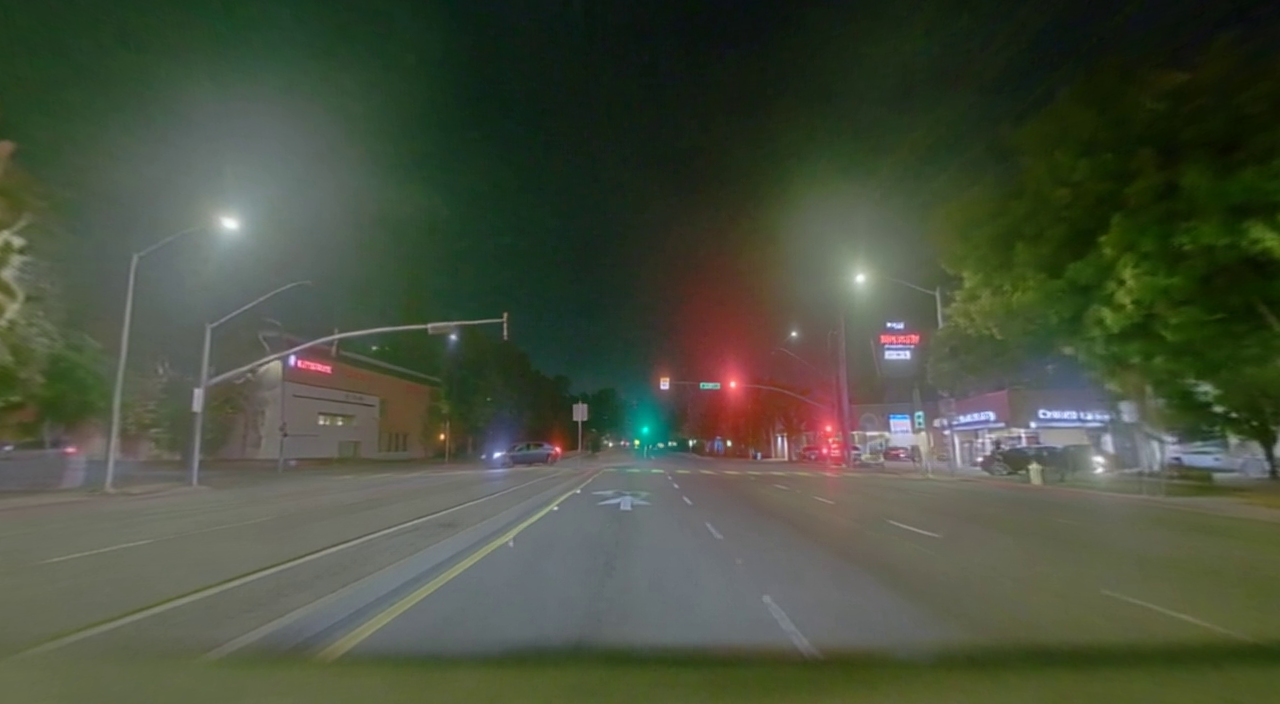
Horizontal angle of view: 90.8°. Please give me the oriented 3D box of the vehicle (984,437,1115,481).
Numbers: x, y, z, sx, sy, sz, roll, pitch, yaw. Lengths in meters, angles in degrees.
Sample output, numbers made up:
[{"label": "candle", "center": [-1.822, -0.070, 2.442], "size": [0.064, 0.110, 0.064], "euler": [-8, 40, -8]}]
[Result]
[{"label": "vehicle", "center": [22.703, 5.931, 35.323], "size": [2.195, 2.201, 5.616], "euler": [5, -10, -28]}]

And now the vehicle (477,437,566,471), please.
[{"label": "vehicle", "center": [-6.305, 5.481, 33.986], "size": [4.408, 1.728, 2.010], "euler": [0, -8, 0]}]

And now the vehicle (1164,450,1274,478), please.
[{"label": "vehicle", "center": [36.424, 7.021, 39.905], "size": [1.868, 1.566, 4.647], "euler": [5, -10, -29]}]

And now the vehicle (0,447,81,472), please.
[{"label": "vehicle", "center": [-44.311, 7.892, 46.542], "size": [4.275, 1.724, 1.979], "euler": [0, -9, 0]}]
